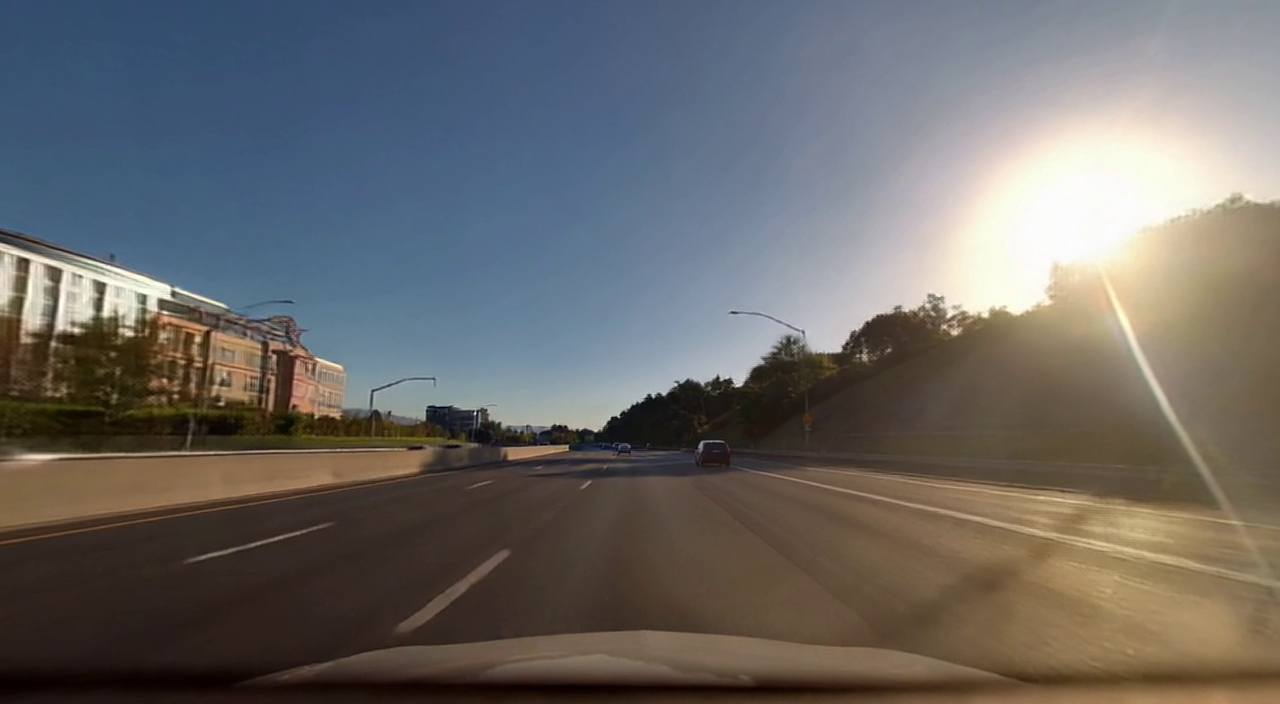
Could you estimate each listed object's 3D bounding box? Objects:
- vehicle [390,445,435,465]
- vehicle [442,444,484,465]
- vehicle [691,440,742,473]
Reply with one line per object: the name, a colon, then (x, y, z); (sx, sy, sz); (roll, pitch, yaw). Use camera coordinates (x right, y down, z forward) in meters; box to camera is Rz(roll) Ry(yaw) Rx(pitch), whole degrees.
vehicle: (-17.401, 7.882, 48.419); (1.871, 1.469, 4.633); (0, -8, -2)
vehicle: (-13.429, 7.813, 48.240); (1.940, 1.482, 4.653); (0, -9, -1)
vehicle: (3.661, 5.071, 30.862); (1.926, 1.477, 4.025); (0, -8, -1)
